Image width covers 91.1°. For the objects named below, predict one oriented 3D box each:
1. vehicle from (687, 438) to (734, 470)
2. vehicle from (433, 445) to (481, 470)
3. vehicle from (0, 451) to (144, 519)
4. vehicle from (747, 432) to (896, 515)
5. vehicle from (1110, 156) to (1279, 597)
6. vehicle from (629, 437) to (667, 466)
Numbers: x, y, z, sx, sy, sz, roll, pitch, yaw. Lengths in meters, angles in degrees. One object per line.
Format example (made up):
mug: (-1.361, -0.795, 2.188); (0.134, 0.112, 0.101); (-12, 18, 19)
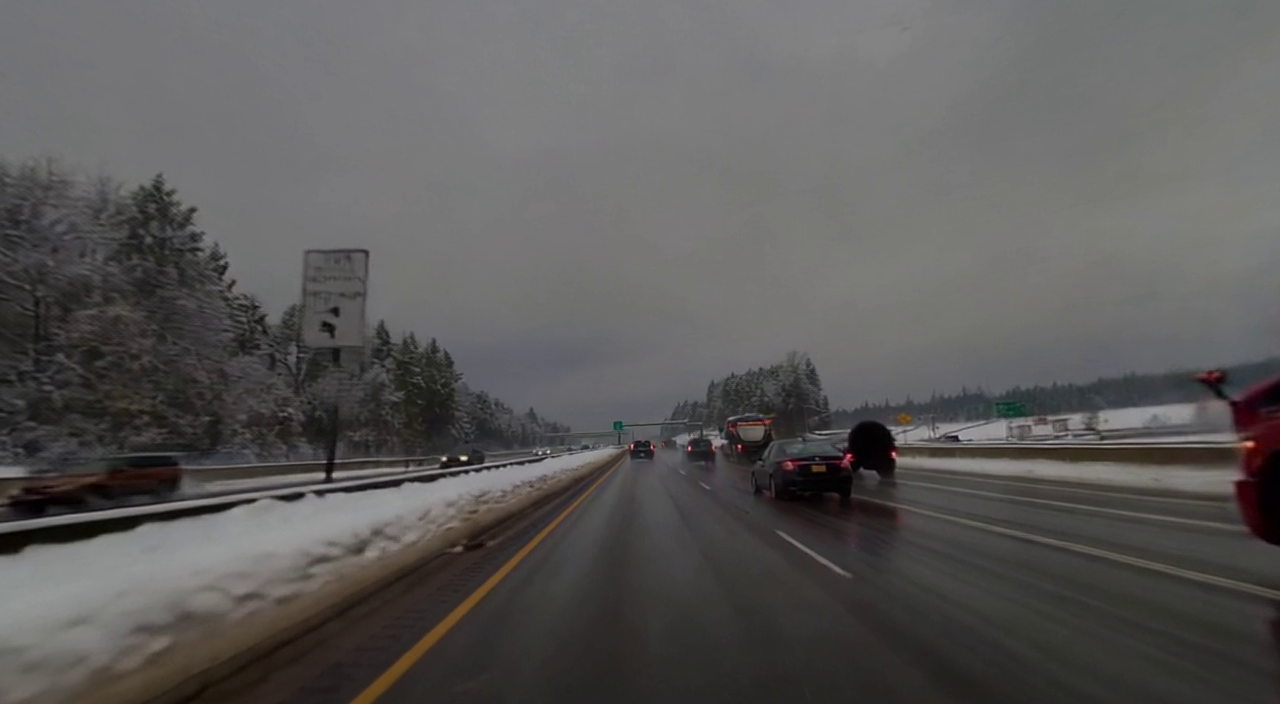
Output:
vehicle: (3.909, 5.709, 35.363); (2.084, 1.668, 4.511); (0, -8, 0)
vehicle: (-13.131, 7.599, 45.332); (1.987, 1.671, 4.600); (0, -8, 2)
vehicle: (-17.246, 3.705, 18.012); (2.123, 1.677, 4.721); (0, -8, 0)
vehicle: (3.697, 2.559, 13.794); (1.888, 1.501, 4.608); (0, -8, 0)
vehicle: (7.286, -0.071, 3.804); (2.824, 4.018, 7.624); (0, -8, 1)
vehicle: (0.503, 6.338, 40.007); (2.313, 1.736, 4.215); (0, -8, 1)
